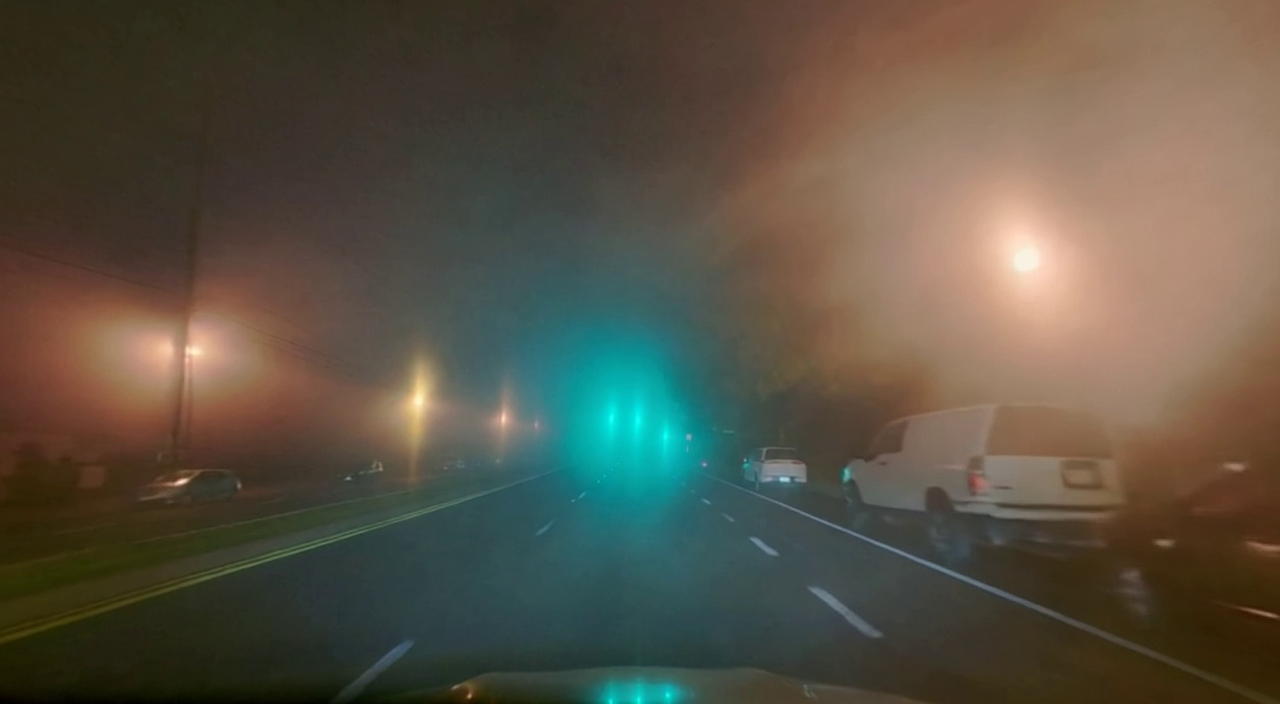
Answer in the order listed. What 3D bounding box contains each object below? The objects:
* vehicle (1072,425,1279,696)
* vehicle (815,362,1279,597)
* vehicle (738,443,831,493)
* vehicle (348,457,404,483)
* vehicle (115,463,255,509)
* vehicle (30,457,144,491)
[{"bbox_3d":[4.511,1.006,2.680,2.074,1.457,4.633,0,-10,0],"label":"vehicle"},{"bbox_3d":[4.554,1.568,8.642,2.438,2.086,5.821,0,-9,-2],"label":"vehicle"},{"bbox_3d":[4.587,3.754,20.840,1.844,1.426,4.916,0,-9,0],"label":"vehicle"},{"bbox_3d":[-17.614,7.877,42.410,1.811,1.505,4.507,0,-9,0],"label":"vehicle"},{"bbox_3d":[-17.741,5.218,24.979,2.039,1.508,4.613,-1,-9,1],"label":"vehicle"},{"bbox_3d":[-30.093,6.621,34.475,4.245,1.668,2.025,0,-8,-2],"label":"vehicle"}]
